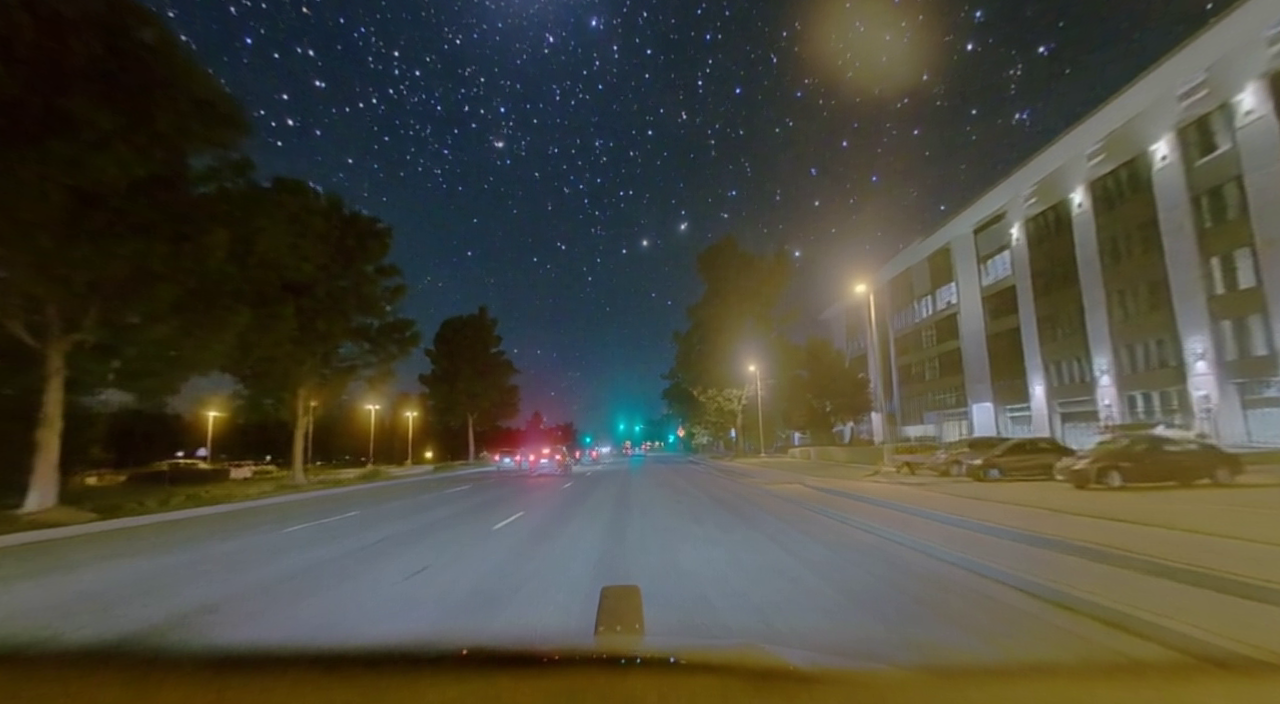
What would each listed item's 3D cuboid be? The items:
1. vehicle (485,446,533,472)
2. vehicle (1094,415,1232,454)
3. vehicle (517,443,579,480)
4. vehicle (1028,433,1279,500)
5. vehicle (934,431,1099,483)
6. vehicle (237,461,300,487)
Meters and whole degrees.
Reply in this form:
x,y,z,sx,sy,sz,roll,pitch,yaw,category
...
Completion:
x,y,z,sx,sy,sz,roll,pitch,yaw,category
-8.228,6.748,40.111,1.976,1.497,4.709,0,-8,1,vehicle
25.466,4.045,30.878,4.939,1.818,1.989,0,-8,-1,vehicle
-4.001,4.847,28.221,2.011,1.483,4.596,-1,-8,1,vehicle
12.948,2.866,16.043,4.790,1.439,2.034,-2,-8,1,vehicle
12.789,3.601,21.696,4.313,1.596,2.028,-1,-9,0,vehicle
-27.003,8.854,46.062,1.758,1.566,4.531,-4,-9,1,vehicle
